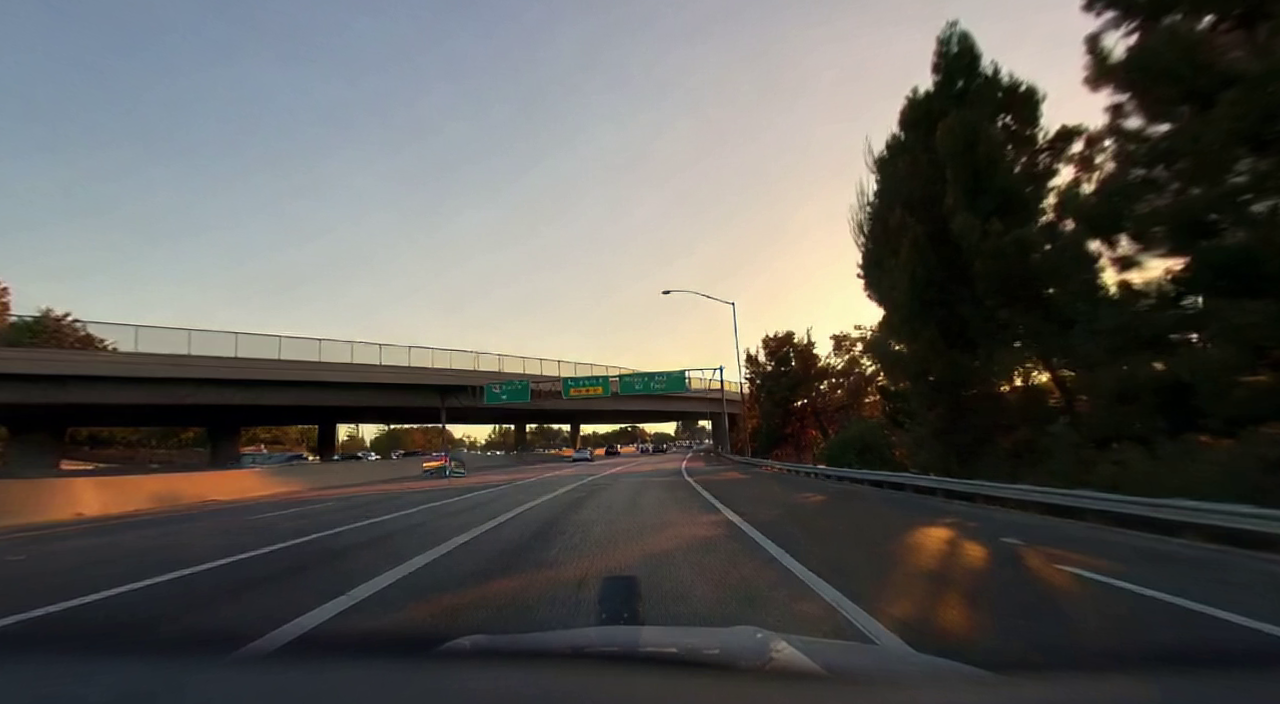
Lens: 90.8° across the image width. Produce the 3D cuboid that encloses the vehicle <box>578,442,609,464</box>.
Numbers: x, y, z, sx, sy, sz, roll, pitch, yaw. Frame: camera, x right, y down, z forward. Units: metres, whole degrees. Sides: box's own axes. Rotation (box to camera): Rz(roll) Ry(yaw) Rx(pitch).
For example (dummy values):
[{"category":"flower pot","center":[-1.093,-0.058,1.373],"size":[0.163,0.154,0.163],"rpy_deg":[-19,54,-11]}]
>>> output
[{"category":"vehicle","center":[-3.451,7.627,47.730],"size":[2.271,1.537,4.029],"rpy_deg":[0,-9,-3]}]
